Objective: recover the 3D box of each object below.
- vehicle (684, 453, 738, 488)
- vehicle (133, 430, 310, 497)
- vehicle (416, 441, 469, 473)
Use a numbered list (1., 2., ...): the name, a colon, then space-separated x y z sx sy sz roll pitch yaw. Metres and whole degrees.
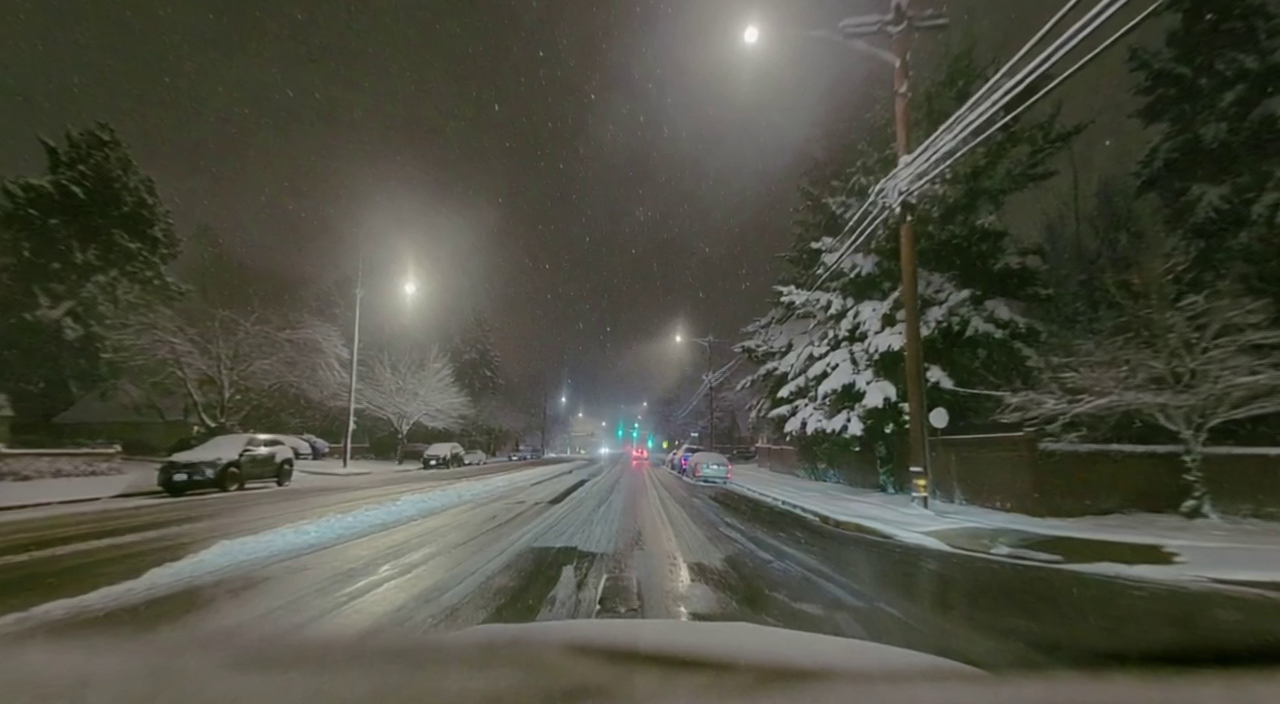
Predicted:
1. vehicle: 3.423 5.796 31.377 1.911 1.471 5.151 0 -8 -2
2. vehicle: -14.001 3.787 21.706 2.253 1.969 5.398 0 -9 1
3. vehicle: -14.075 7.440 45.361 2.155 1.991 5.722 -3 -8 -2
